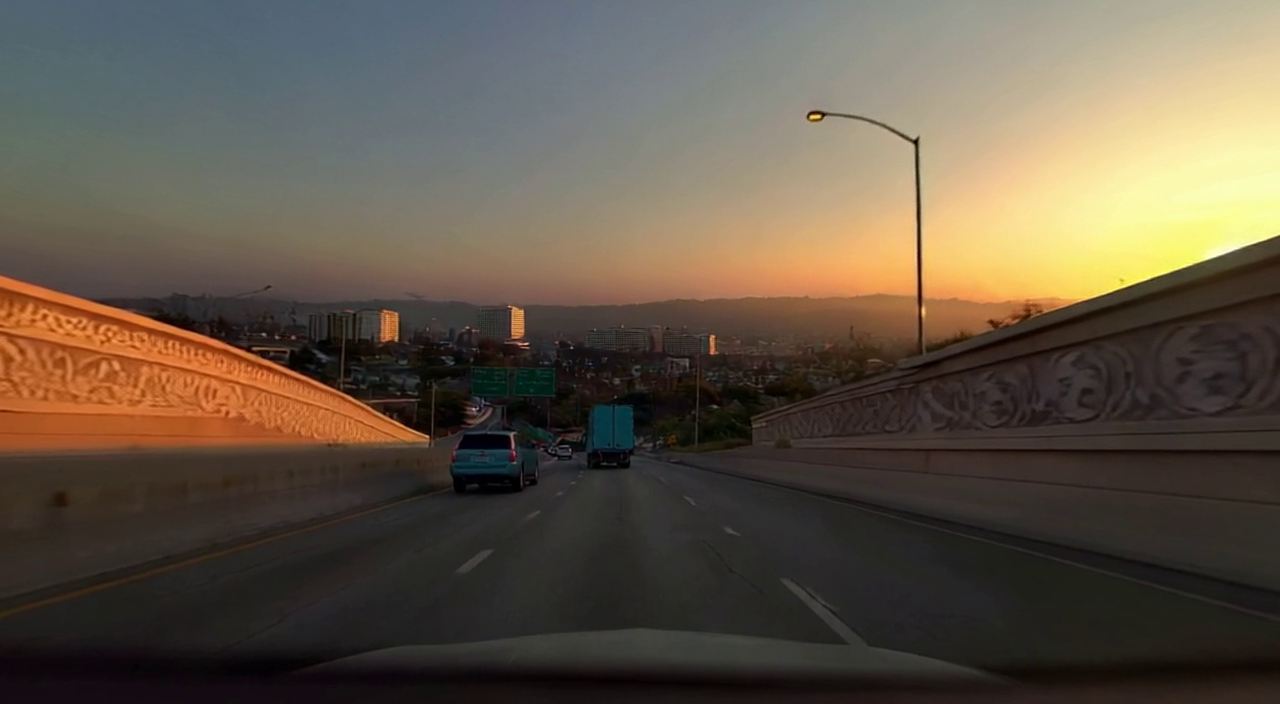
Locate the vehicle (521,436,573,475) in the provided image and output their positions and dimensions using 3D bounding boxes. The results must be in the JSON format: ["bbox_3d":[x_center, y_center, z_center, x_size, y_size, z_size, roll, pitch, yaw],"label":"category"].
[{"bbox_3d":[-4.454,5.042,30.874,2.044,1.740,4.361,1,-9,-2],"label":"vehicle"}]

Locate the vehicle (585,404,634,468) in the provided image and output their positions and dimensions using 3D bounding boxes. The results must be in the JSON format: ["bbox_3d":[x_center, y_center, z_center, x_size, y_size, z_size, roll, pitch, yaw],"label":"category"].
[{"bbox_3d":[-2.124,6.162,45.491,2.959,3.975,12.918,1,-9,-2],"label":"vehicle"}]

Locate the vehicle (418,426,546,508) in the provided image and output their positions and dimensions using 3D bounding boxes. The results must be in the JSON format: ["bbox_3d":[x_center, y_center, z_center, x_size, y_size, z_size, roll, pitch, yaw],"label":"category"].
[{"bbox_3d":[-3.704,2.791,15.683,2.041,1.734,4.391,0,-9,0],"label":"vehicle"}]
